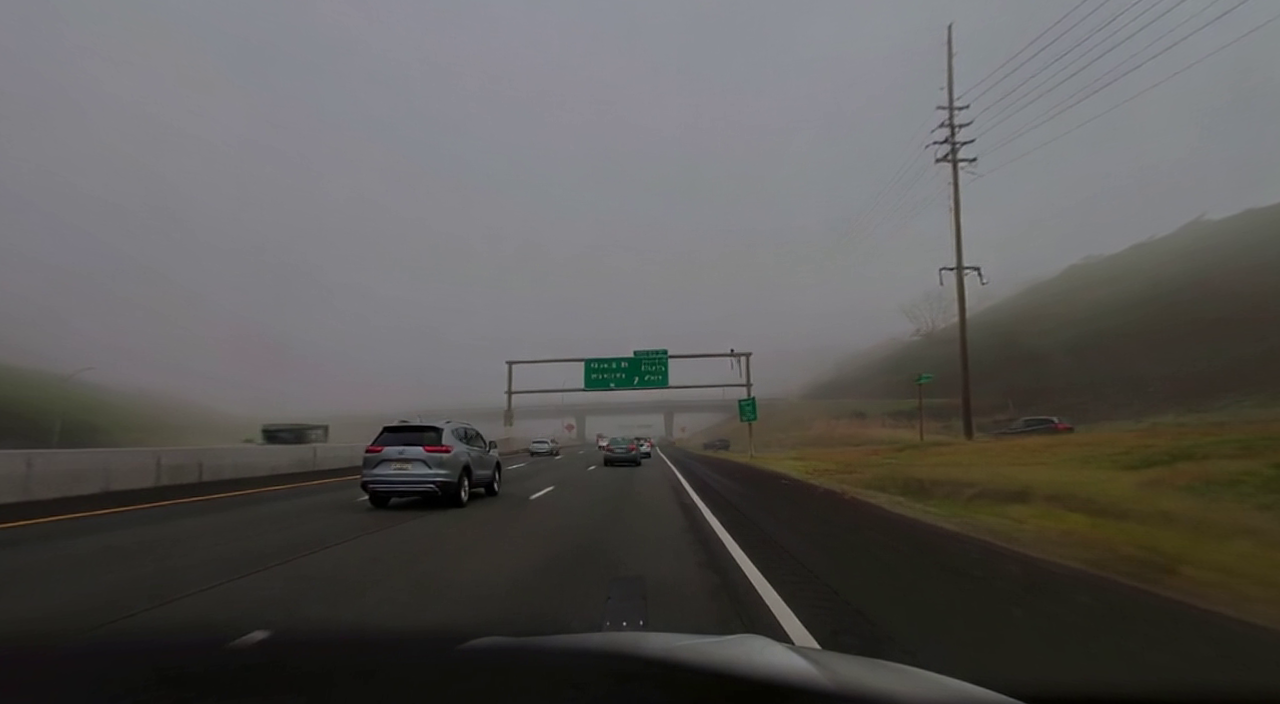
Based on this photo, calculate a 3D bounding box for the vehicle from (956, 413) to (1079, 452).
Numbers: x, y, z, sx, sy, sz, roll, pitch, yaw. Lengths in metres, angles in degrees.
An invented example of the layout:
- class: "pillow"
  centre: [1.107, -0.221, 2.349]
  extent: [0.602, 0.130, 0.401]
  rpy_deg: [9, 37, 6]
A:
- class: "vehicle"
  centre: [26.631, 5.793, 44.777]
  extent: [2.571, 2.571, 6.876]
  rpy_deg: [7, -11, -41]

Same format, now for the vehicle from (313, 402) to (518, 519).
- class: "vehicle"
  centre: [-4.066, 2.092, 12.569]
  extent: [2.228, 1.845, 4.847]
  rpy_deg: [0, -8, 1]

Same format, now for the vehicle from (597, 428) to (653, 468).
- class: "vehicle"
  centre: [-0.592, 4.347, 28.469]
  extent: [2.193, 1.651, 3.946]
  rpy_deg: [-1, -8, 4]
